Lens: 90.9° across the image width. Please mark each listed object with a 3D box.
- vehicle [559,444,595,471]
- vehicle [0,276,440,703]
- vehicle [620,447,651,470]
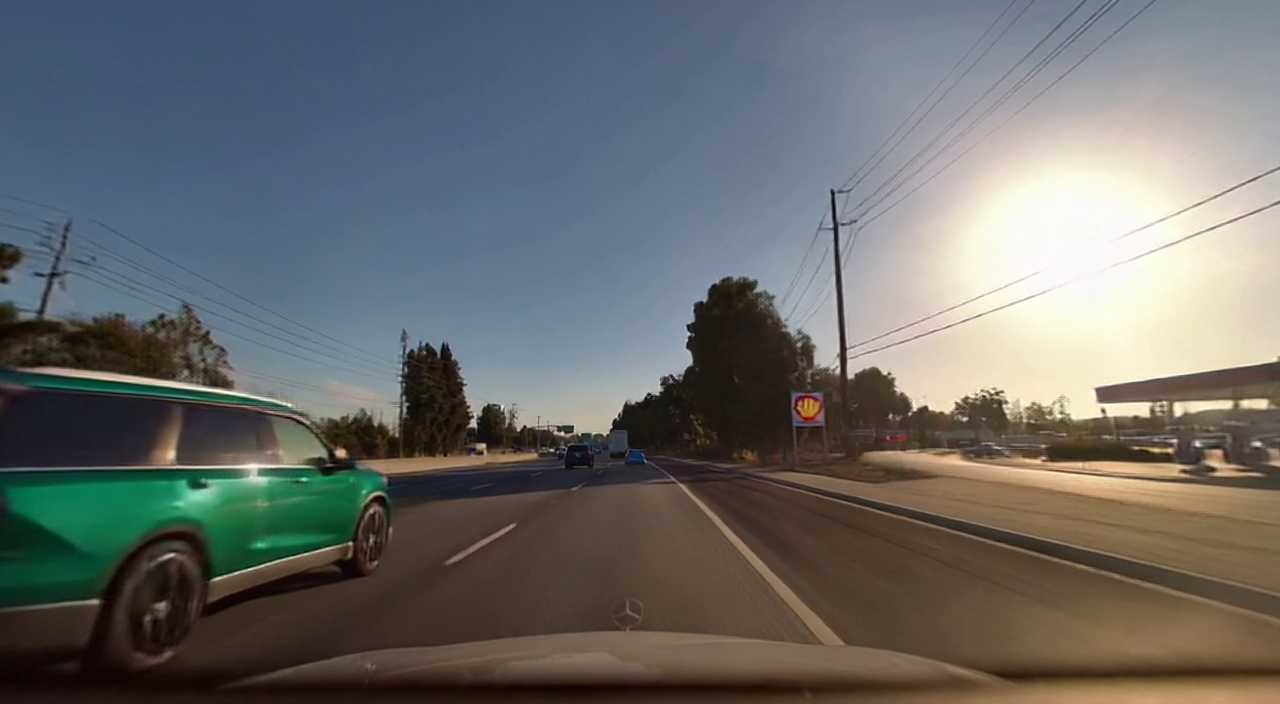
[{"bbox_3d":[-4.666,7.864,47.167,2.273,1.884,4.515,0,-8,0],"label":"vehicle"},{"bbox_3d":[-3.966,1.050,4.792,2.694,2.081,6.099,0,-8,2],"label":"vehicle"},{"bbox_3d":[-0.350,7.436,44.412,1.982,1.524,3.800,1,-8,-3],"label":"vehicle"}]
